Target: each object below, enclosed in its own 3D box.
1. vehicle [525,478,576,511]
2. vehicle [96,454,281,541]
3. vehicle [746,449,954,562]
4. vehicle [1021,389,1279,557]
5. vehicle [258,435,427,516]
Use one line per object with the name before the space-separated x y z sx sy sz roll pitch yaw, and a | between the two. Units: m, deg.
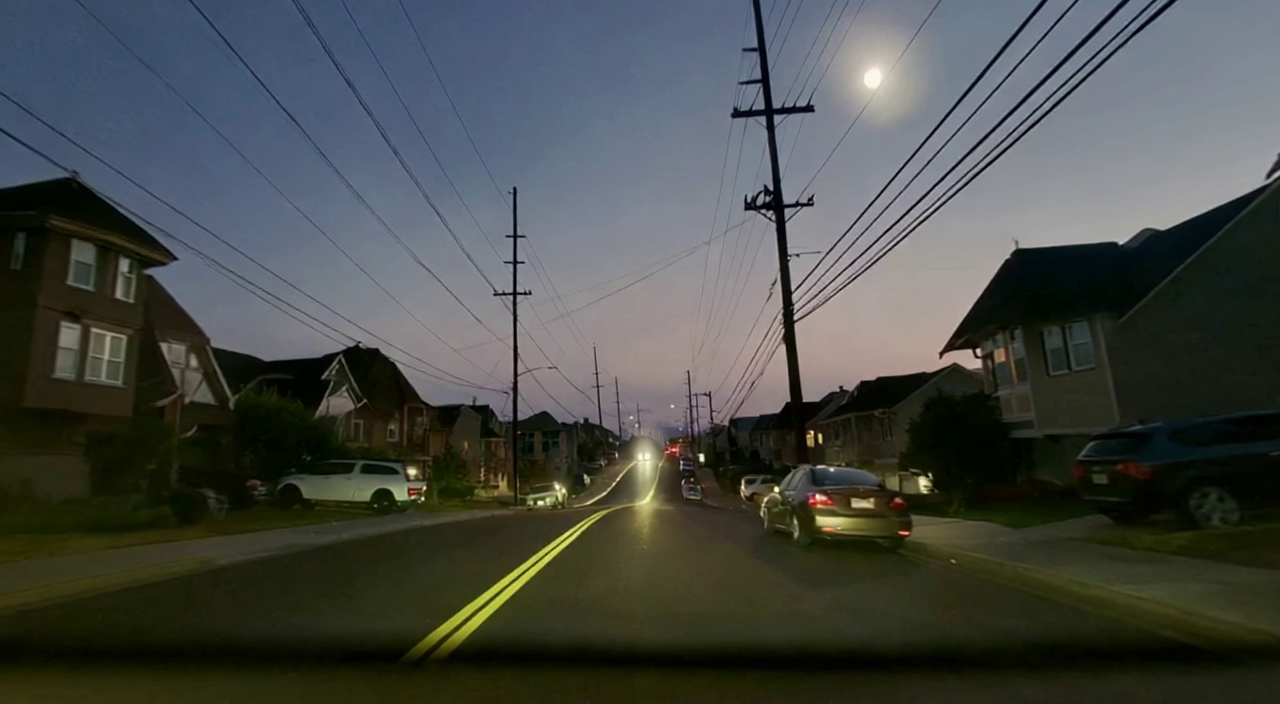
vehicle | -5.331 8.595 38.147 2.156 1.764 4.410 -3 -12 4
vehicle | -11.395 3.507 15.838 4.526 1.806 2.043 -5 -10 31
vehicle | 3.203 2.510 10.727 1.945 1.500 4.363 0 -11 -1
vehicle | 8.513 1.570 8.724 4.964 1.878 1.979 -4 -13 -1
vehicle | -12.041 5.134 25.931 5.503 2.906 2.584 -2 -15 2
